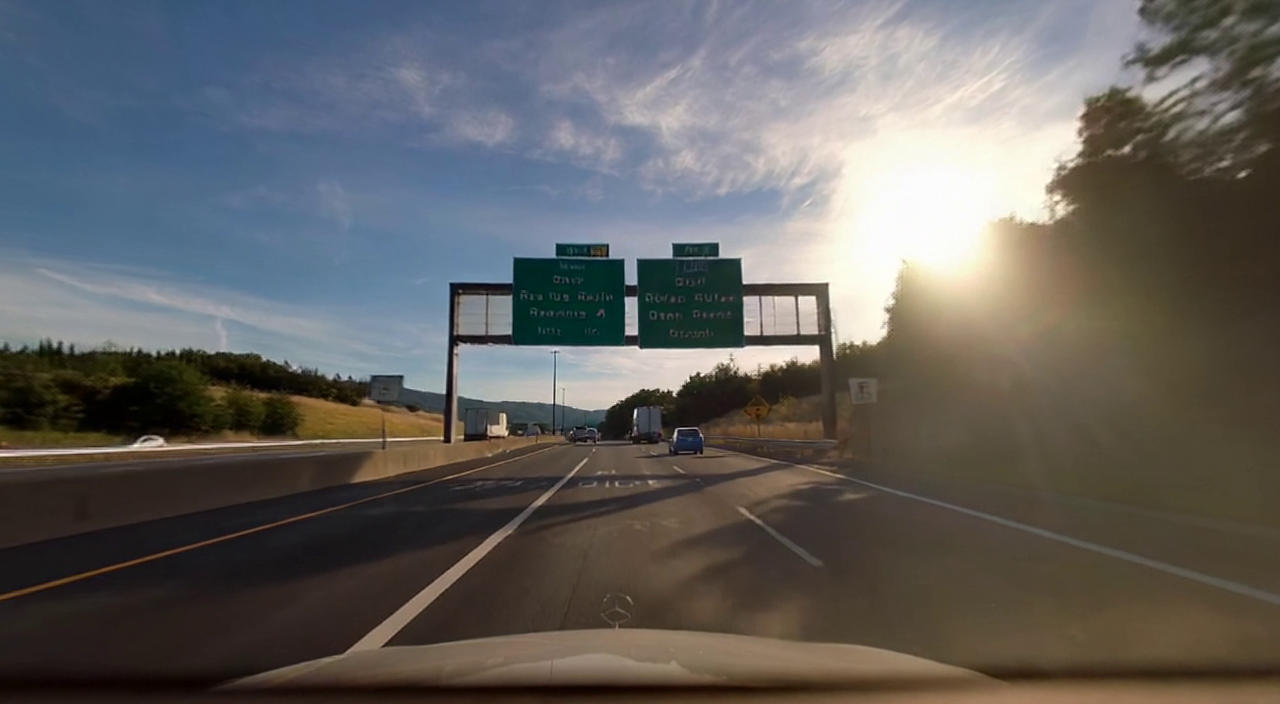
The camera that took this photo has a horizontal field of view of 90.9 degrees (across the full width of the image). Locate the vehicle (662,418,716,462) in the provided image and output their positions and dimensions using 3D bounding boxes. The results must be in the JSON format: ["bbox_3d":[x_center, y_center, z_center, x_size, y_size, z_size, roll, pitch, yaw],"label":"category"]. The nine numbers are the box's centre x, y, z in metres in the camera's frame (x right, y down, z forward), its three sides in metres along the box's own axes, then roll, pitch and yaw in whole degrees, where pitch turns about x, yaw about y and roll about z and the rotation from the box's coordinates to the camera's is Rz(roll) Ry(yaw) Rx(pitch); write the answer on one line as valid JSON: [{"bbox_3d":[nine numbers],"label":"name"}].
[{"bbox_3d":[2.253,4.165,30.022,2.076,1.914,4.287,0,-8,-2],"label":"vehicle"}]
